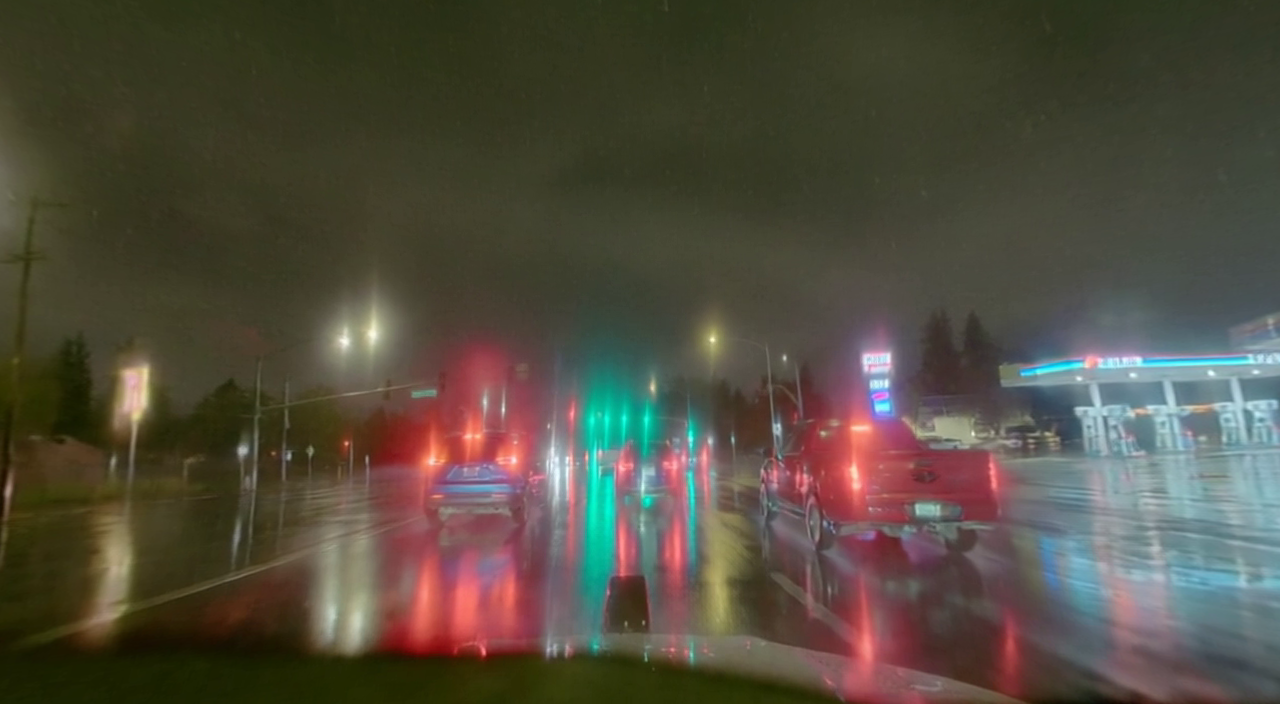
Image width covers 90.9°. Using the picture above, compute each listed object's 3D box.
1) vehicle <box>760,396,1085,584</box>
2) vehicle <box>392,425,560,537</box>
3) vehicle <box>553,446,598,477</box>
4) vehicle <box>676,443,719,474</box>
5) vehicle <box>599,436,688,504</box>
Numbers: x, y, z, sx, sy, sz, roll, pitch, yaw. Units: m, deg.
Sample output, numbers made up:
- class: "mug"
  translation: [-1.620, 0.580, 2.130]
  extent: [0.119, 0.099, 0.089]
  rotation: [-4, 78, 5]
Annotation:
- class: "vehicle"
  translation: [3.329, 1.769, 9.019]
  extent: [2.161, 1.868, 5.321]
  rotation: [0, -8, 0]
- class: "vehicle"
  translation: [-2.851, 2.343, 12.098]
  extent: [2.019, 1.731, 4.299]
  rotation: [0, -8, 1]
- class: "vehicle"
  translation: [-3.383, 5.836, 33.865]
  extent: [1.954, 1.497, 4.078]
  rotation: [0, -8, 0]
- class: "vehicle"
  translation: [3.392, 6.376, 38.100]
  extent: [2.122, 1.745, 4.337]
  rotation: [0, -8, -1]
- class: "vehicle"
  translation: [0.048, 3.232, 17.706]
  extent: [2.181, 1.650, 4.083]
  rotation: [0, -8, -1]
